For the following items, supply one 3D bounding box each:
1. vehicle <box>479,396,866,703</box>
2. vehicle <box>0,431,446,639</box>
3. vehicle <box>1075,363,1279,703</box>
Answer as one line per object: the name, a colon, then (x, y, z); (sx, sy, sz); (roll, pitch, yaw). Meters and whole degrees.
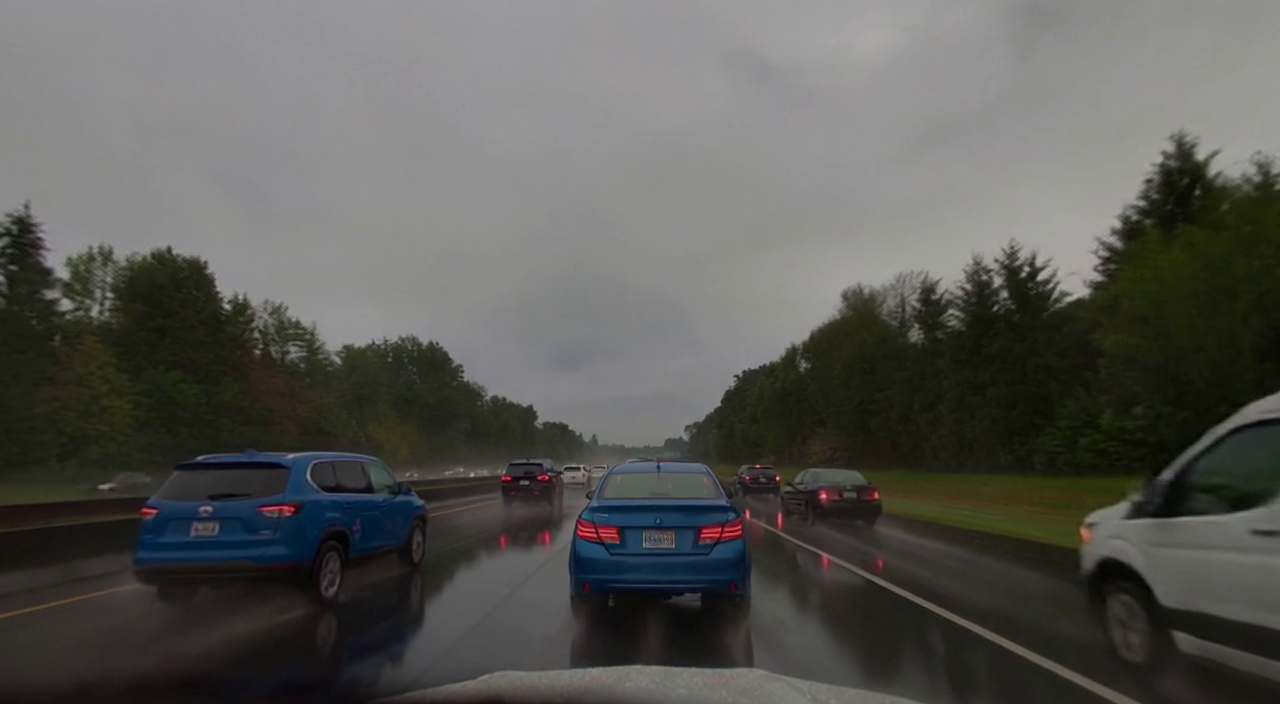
vehicle: (0.141, 1.493, 5.507); (2.057, 1.725, 4.126); (1, -11, -1)
vehicle: (-3.904, 1.807, 7.055); (1.994, 1.556, 4.263); (0, -11, 1)
vehicle: (4.394, 0.895, 2.659); (1.984, 1.876, 4.287); (1, -11, 0)
